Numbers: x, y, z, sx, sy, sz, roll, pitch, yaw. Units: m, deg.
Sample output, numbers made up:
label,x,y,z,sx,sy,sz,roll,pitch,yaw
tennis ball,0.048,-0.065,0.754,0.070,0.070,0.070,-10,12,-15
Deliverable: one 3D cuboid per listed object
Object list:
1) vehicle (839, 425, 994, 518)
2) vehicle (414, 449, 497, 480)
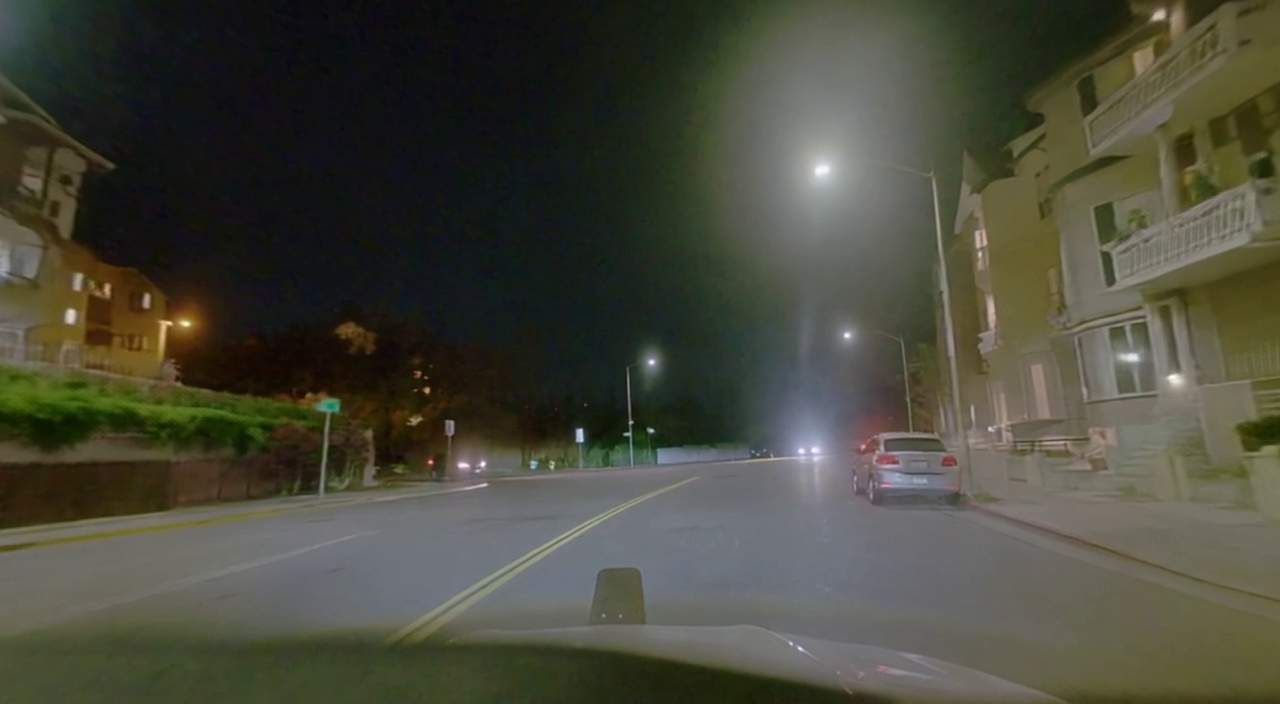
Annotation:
label,x,y,z,sx,sy,sz,roll,pitch,yaw
vehicle,5.905,2.577,14.148,2.105,1.705,4.392,-1,-9,10
vehicle,-10.501,6.371,36.003,4.270,1.683,1.984,-4,-10,26
